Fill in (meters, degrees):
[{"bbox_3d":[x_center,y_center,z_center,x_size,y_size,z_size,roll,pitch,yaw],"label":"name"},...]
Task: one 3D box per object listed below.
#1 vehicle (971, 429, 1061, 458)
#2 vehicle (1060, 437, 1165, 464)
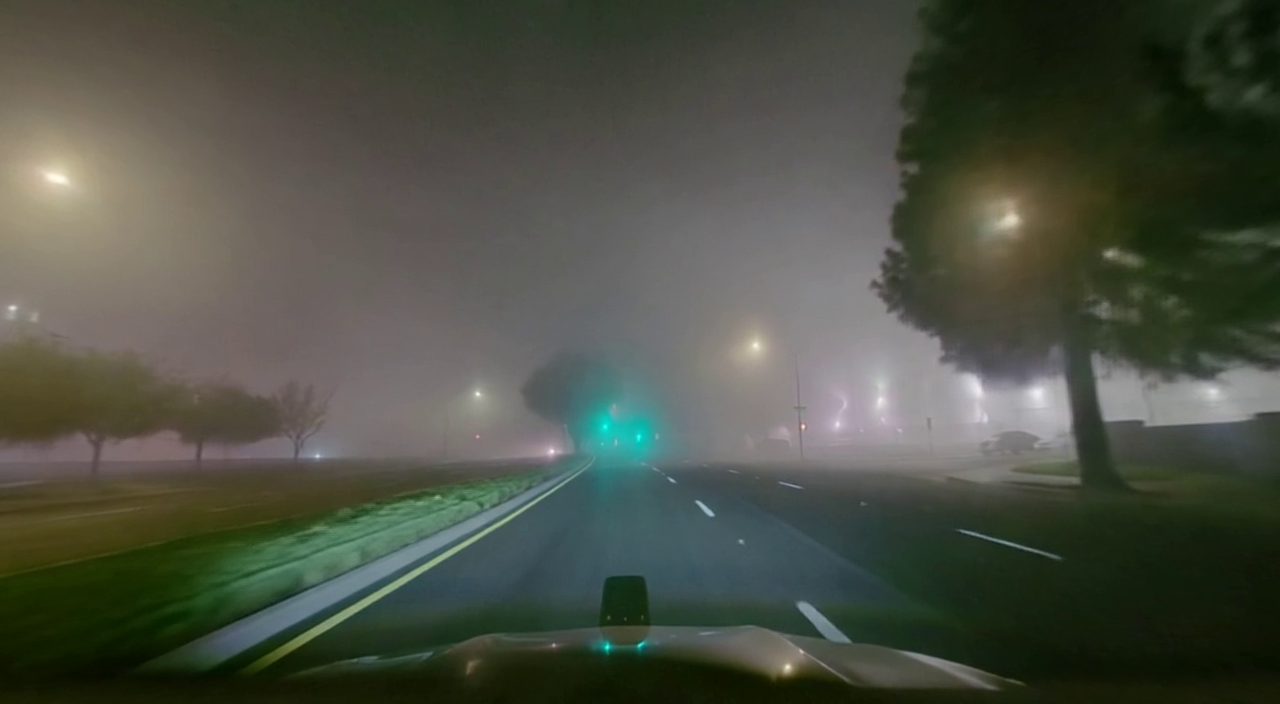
[{"bbox_3d":[25.943,6.330,43.543,4.950,1.924,2.146,1,-8,-8],"label":"vehicle"},{"bbox_3d":[25.126,5.264,33.593,4.053,1.376,1.945,0,-8,-3],"label":"vehicle"}]
